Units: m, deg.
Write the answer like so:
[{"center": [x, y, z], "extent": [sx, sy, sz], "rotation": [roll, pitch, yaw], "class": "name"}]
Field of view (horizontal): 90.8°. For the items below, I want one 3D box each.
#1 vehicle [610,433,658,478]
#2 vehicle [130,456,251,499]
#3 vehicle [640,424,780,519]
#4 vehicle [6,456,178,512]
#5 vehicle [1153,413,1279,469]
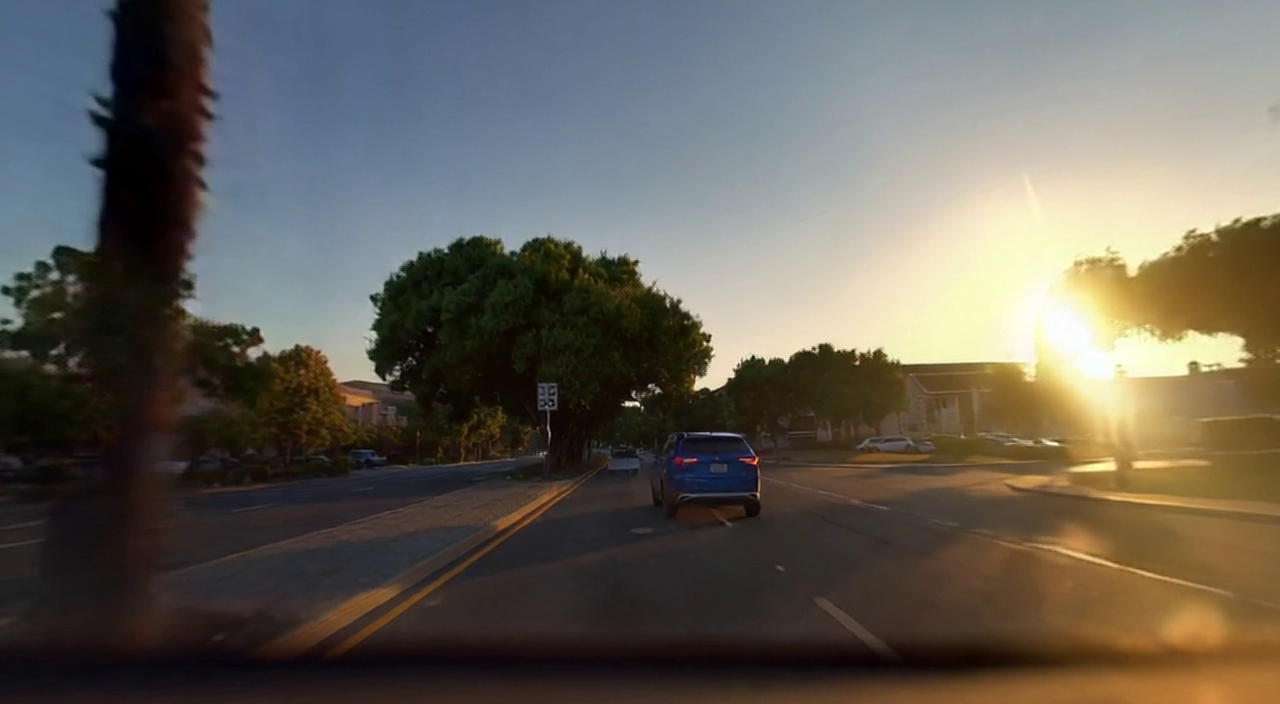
[{"center": [-0.273, 4.598, 28.305], "extent": [1.981, 1.854, 3.983], "rotation": [0, -8, 0], "class": "vehicle"}, {"center": [-19.797, 5.497, 28.152], "extent": [1.929, 1.646, 4.716], "rotation": [0, -8, 0], "class": "vehicle"}, {"center": [1.275, 2.480, 13.645], "extent": [2.239, 1.693, 4.301], "rotation": [0, -8, -4], "class": "vehicle"}, {"center": [-19.654, 4.693, 23.023], "extent": [2.029, 1.723, 4.639], "rotation": [0, -8, 1], "class": "vehicle"}, {"center": [21.266, 3.213, 22.677], "extent": [1.894, 1.784, 4.571], "rotation": [0, -8, 2], "class": "vehicle"}]
